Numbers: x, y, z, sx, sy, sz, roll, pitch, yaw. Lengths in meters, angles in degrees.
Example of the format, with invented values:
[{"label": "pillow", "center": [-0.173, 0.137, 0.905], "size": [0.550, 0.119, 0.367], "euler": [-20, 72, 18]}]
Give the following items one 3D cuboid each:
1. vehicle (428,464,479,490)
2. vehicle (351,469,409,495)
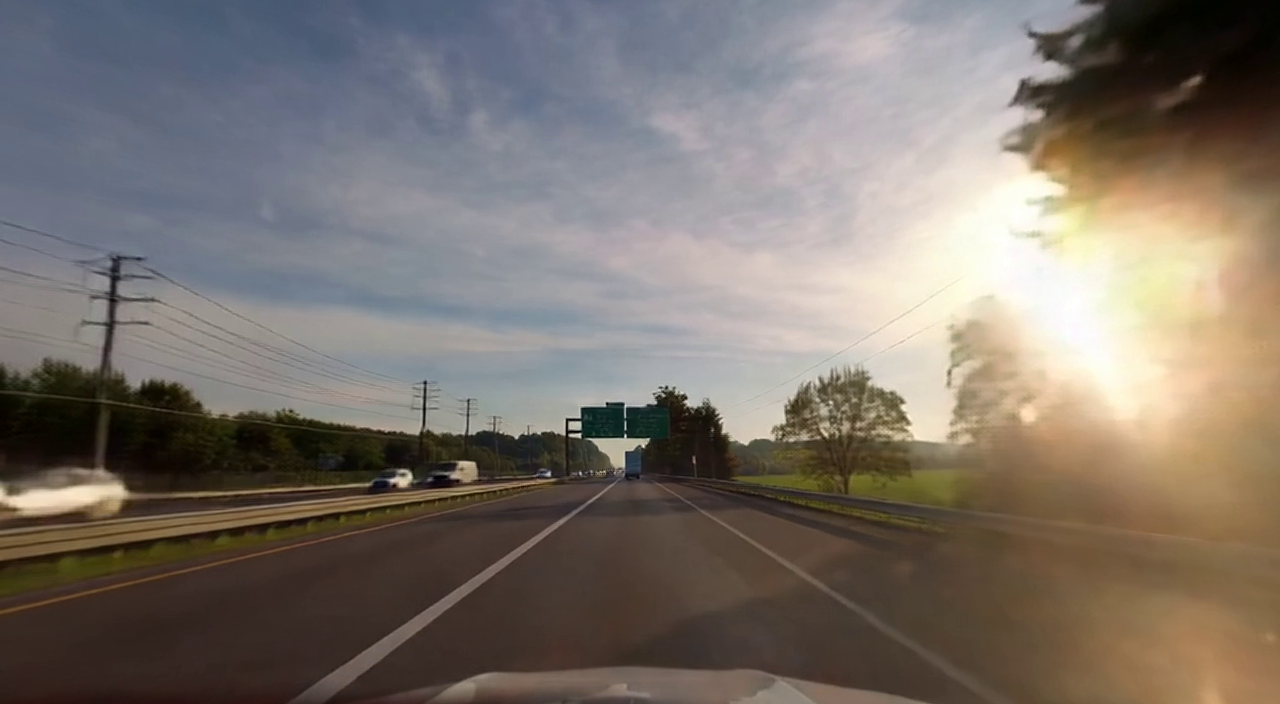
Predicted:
[{"label": "vehicle", "center": [-12.551, 8.476, 42.763], "size": [2.033, 1.649, 4.579], "euler": [1, -11, 0]}, {"label": "vehicle", "center": [-16.599, 8.336, 40.465], "size": [1.881, 1.500, 4.325], "euler": [1, -11, 0]}]
